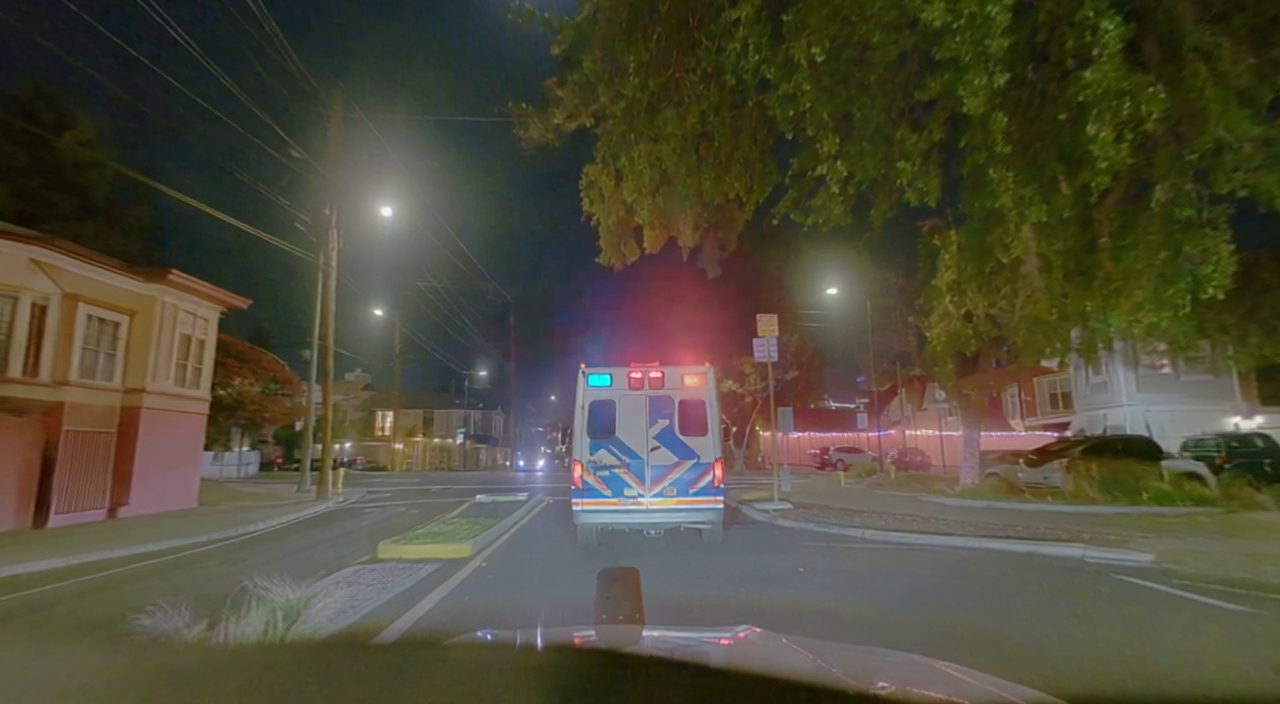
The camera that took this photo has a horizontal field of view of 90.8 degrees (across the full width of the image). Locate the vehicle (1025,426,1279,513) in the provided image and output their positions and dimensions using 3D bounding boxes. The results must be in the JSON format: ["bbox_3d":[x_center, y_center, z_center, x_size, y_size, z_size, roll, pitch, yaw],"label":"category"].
[{"bbox_3d":[13.220,2.933,16.044,5.270,1.966,2.329,-2,-9,11],"label":"vehicle"}]

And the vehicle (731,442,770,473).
[{"bbox_3d":[7.004,6.711,40.427,2.056,1.810,4.502,-1,-8,5],"label":"vehicle"}]

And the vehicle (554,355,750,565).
[{"bbox_3d":[0.147,1.745,10.794,2.444,2.640,5.482,0,-8,0],"label":"vehicle"}]

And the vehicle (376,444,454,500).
[{"bbox_3d":[-8.418,4.323,23.324,2.290,1.776,4.947,3,-9,-24],"label":"vehicle"}]
